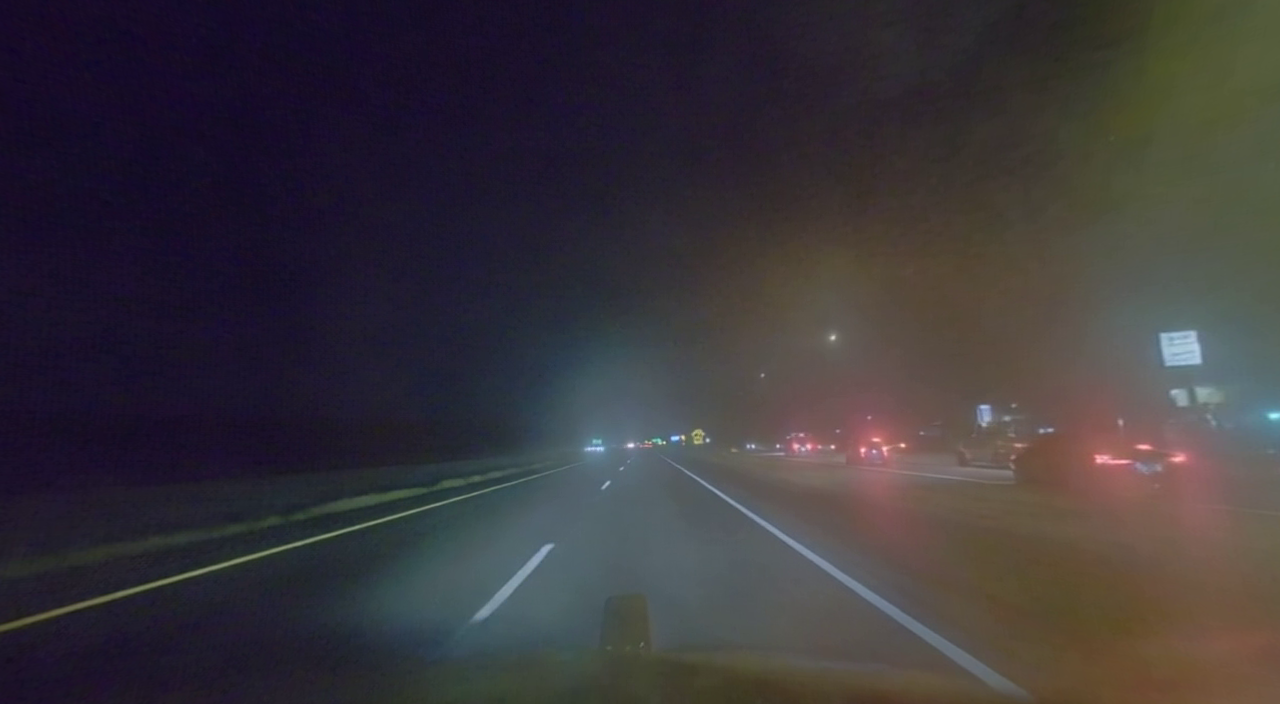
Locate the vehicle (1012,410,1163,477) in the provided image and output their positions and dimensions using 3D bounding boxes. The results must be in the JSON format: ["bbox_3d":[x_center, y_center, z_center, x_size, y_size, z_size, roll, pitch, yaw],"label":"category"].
[{"bbox_3d":[27.520,5.742,39.517,3.034,3.655,8.487,-1,-8,0],"label":"vehicle"}]

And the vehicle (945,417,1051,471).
[{"bbox_3d":[27.363,7.153,48.820,2.998,3.768,8.212,0,-9,-2],"label":"vehicle"}]
